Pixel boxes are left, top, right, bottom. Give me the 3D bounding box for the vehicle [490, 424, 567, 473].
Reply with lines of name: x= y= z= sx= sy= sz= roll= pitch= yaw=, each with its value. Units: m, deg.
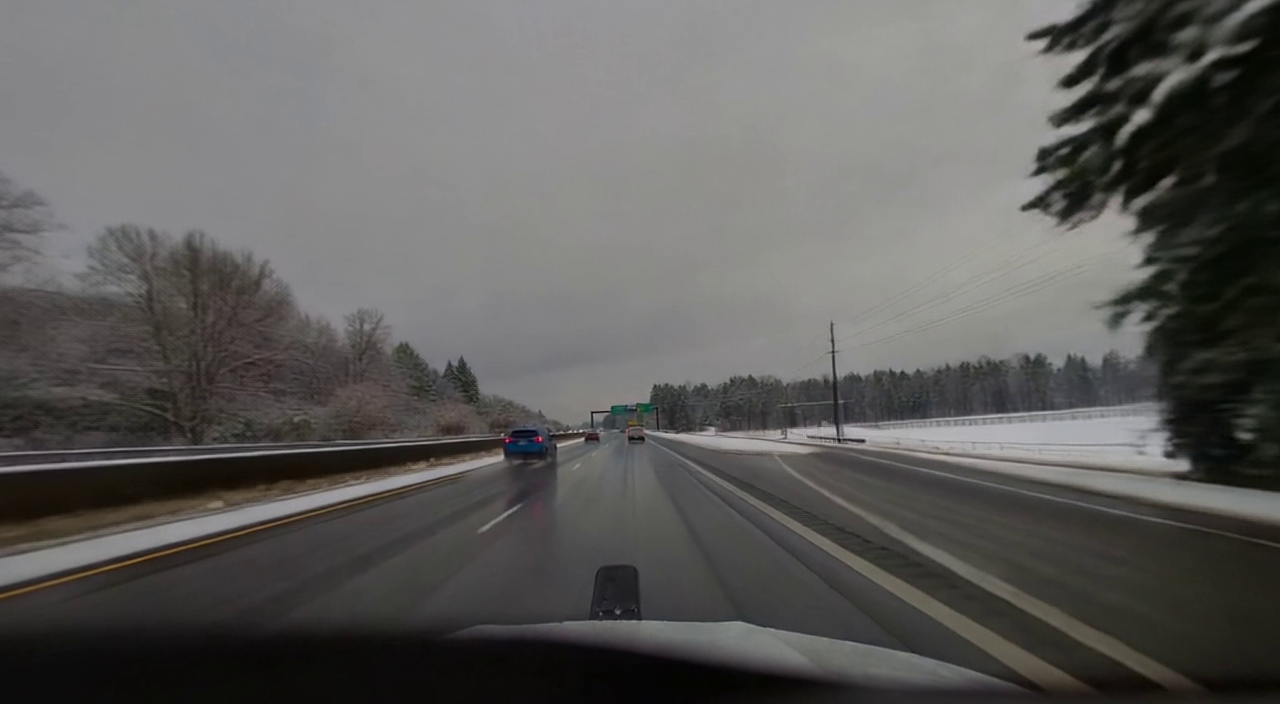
vehicle: x=-3.927 y=3.456 z=22.804 sx=2.023 sy=1.580 sz=4.259 roll=0 pitch=-8 yaw=0
